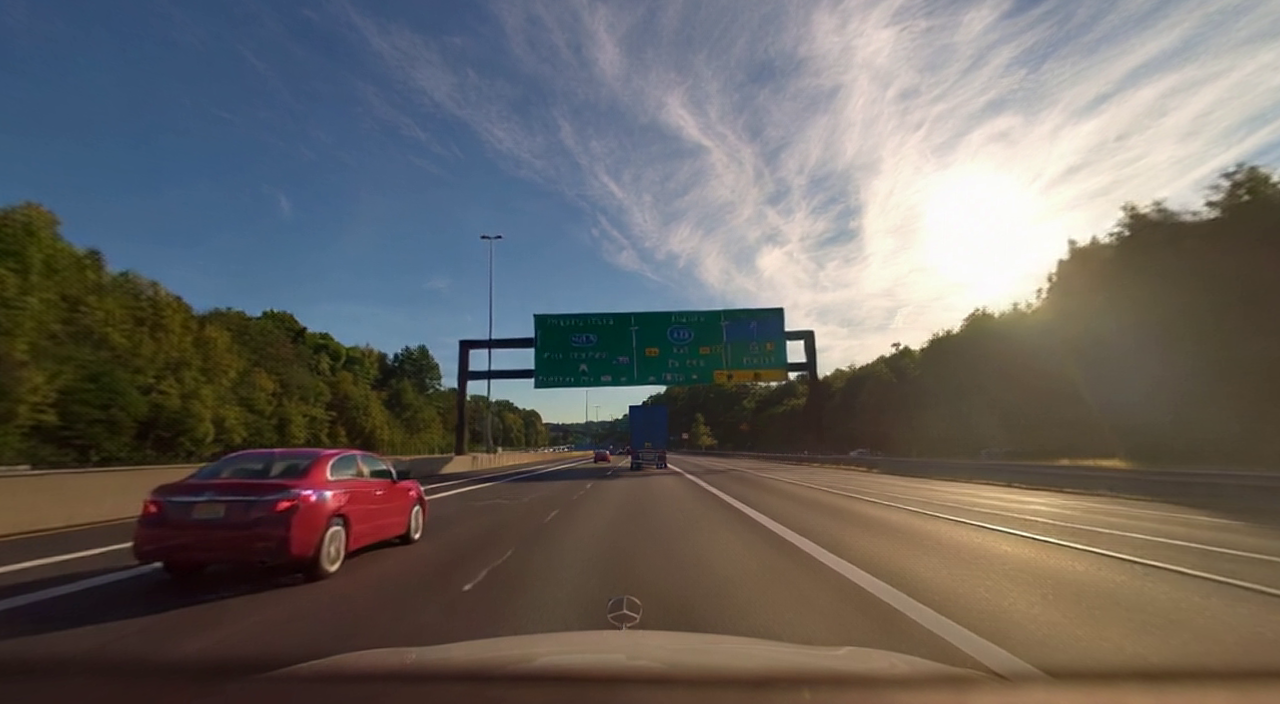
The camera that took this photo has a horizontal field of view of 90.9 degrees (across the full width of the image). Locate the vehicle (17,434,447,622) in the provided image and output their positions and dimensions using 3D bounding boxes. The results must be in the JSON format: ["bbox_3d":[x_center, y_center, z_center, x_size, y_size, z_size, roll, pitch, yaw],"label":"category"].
[{"bbox_3d":[-3.939,1.737,7.286,1.931,1.466,4.458,0,-9,1],"label":"vehicle"}]

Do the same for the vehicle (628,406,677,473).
[{"bbox_3d":[0.800,6.145,43.942,3.022,4.072,10.318,0,-9,0],"label":"vehicle"}]
